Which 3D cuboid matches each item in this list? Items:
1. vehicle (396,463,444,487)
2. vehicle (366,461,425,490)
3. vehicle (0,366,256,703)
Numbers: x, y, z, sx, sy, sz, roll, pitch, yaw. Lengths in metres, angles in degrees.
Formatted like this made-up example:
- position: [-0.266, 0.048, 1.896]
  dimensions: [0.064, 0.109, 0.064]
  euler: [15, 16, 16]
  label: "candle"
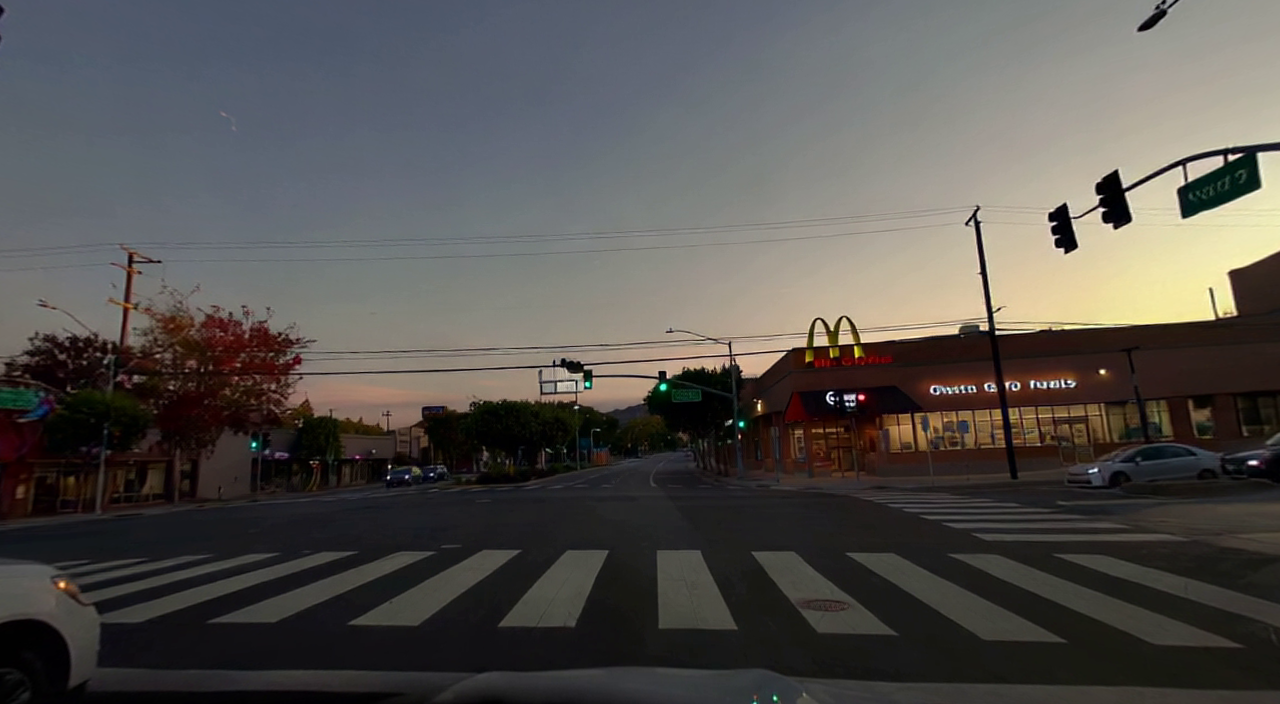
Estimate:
- position: [-15.755, 8.833, 45.406]
  dimensions: [1.931, 1.471, 4.152]
  euler: [0, -9, 0]
  label: "vehicle"
- position: [-19.216, 9.703, 49.785]
  dimensions: [2.227, 2.033, 5.614]
  euler: [0, -9, 2]
  label: "vehicle"
- position: [-3.413, 0.747, 1.413]
  dimensions: [2.081, 1.644, 4.523]
  euler: [0, -9, 2]
  label: "vehicle"
